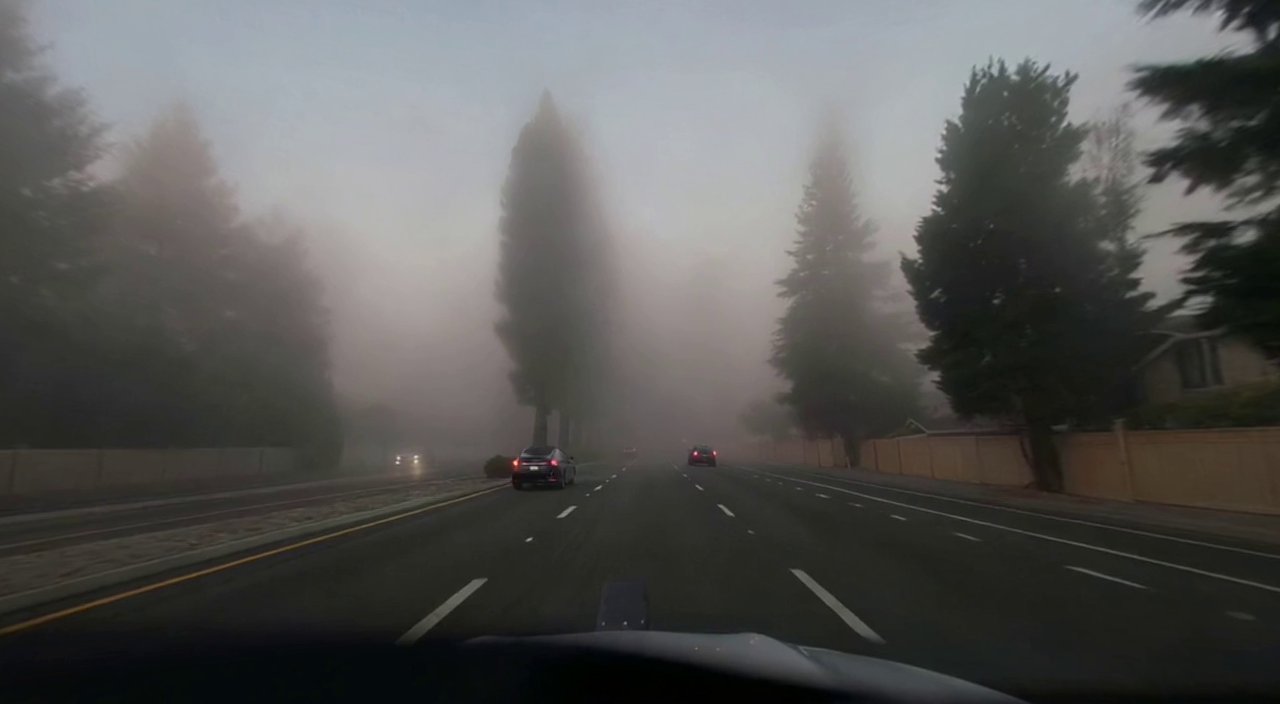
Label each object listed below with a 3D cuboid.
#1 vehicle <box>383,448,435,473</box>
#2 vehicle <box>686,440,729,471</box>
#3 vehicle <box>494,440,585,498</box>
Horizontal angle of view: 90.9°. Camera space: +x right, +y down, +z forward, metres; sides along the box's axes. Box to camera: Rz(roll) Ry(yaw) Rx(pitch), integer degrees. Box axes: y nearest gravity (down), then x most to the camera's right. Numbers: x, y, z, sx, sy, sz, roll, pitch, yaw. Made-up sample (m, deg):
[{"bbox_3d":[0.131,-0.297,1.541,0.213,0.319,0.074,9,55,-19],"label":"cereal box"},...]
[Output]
[{"bbox_3d":[-16.908,7.966,46.370,2.012,1.702,4.458,0,-8,2],"label":"vehicle"},{"bbox_3d":[4.154,6.435,39.414,2.114,1.780,4.445,0,-8,-1],"label":"vehicle"},{"bbox_3d":[-2.912,3.481,19.227,1.966,1.524,4.410,0,-8,1],"label":"vehicle"}]
